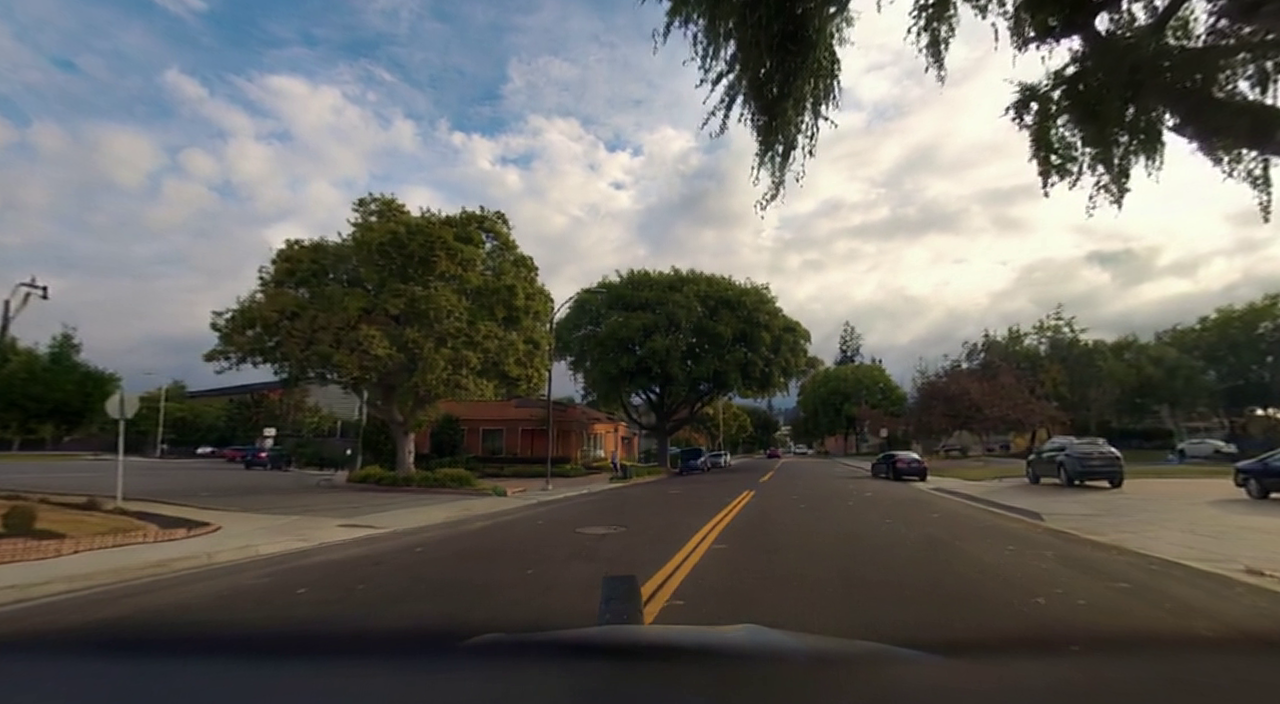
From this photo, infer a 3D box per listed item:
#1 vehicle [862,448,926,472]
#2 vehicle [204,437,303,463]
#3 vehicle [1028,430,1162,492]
[{"bbox_3d":[19.273,8.196,48.026,4.277,1.740,2.097,-2,-9,16],"label":"vehicle"},{"bbox_3d":[-24.499,6.223,40.133,4.814,1.609,2.197,1,-9,-4],"label":"vehicle"},{"bbox_3d":[15.067,3.612,21.233,2.018,1.840,4.662,-2,-9,15],"label":"vehicle"}]
